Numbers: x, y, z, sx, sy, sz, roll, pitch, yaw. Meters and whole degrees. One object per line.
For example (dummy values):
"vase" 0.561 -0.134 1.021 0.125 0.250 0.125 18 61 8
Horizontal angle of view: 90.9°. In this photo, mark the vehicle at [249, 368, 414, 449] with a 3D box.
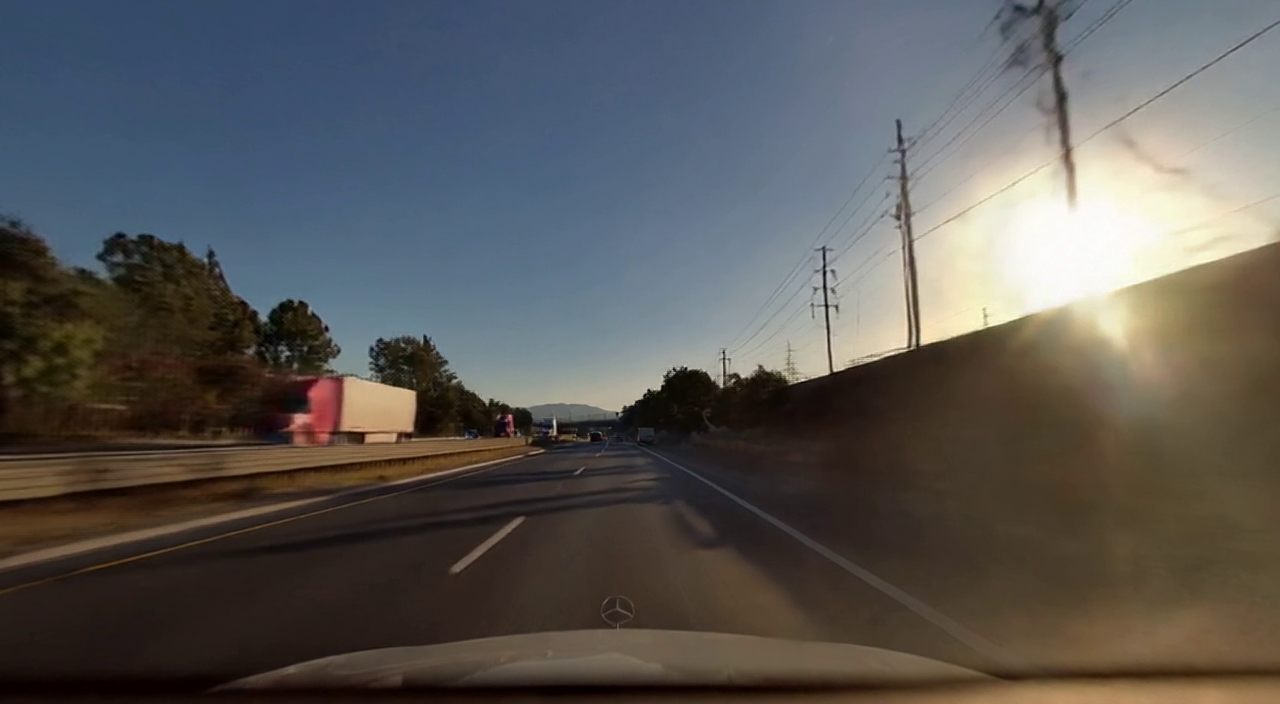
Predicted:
"vehicle" -17.495 3.633 37.525 3.576 3.966 13.138 0 -8 -2
